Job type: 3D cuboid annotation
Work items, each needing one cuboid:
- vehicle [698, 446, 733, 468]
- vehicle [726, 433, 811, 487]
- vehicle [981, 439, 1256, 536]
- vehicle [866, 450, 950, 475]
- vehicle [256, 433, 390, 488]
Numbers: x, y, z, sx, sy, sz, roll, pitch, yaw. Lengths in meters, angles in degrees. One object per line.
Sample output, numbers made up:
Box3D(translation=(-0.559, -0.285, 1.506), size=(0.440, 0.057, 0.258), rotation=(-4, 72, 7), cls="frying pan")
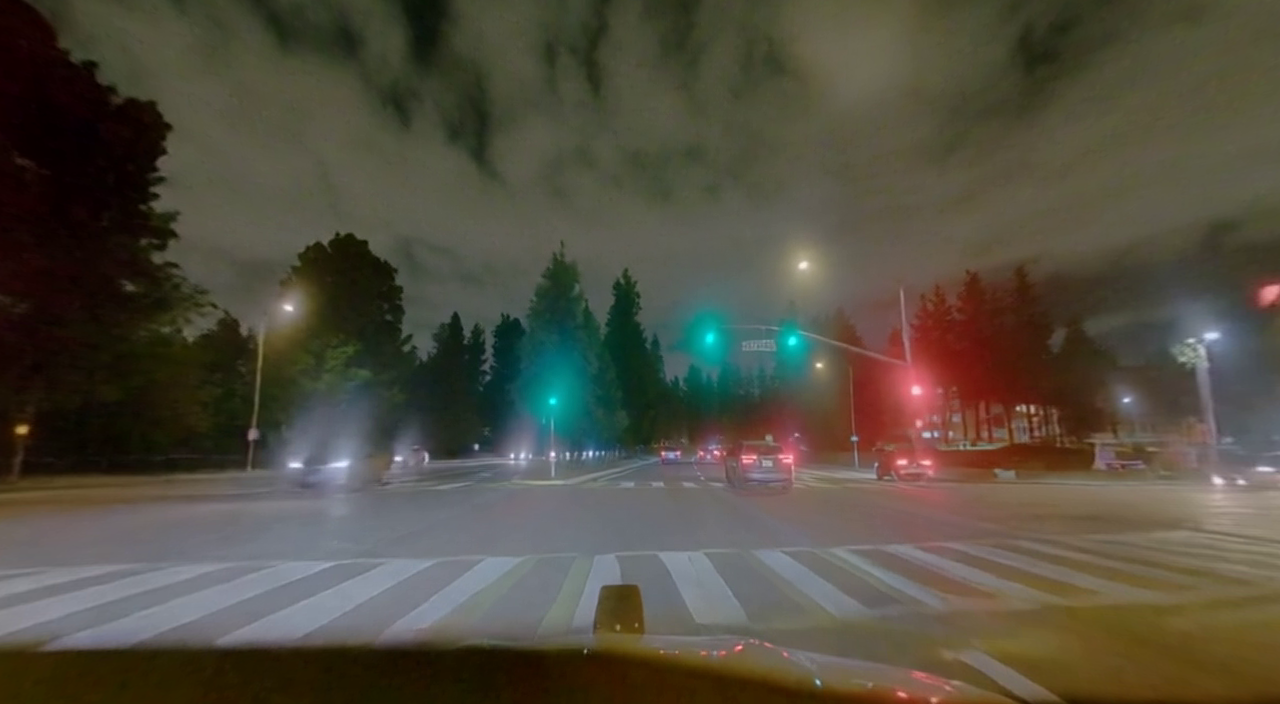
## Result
Box3D(translation=(5.180, 7.245, 43.758), size=(2.064, 1.474, 4.389), rotation=(0, -9, 2), cls="vehicle")
Box3D(translation=(4.657, 4.002, 23.680), size=(2.209, 1.813, 4.724), rotation=(0, -9, 1), cls="vehicle")
Box3D(translation=(8.571, 2.425, 11.933), size=(1.949, 1.492, 4.103), rotation=(0, -9, 0), cls="vehicle")
Box3D(translation=(16.724, 6.893, 39.734), size=(2.040, 1.472, 4.846), rotation=(3, -9, -21), cls="vehicle")
Box3D(translation=(-11.323, 3.907, 23.071), size=(2.155, 1.768, 4.904), rotation=(-1, -9, 2), cls="vehicle")
